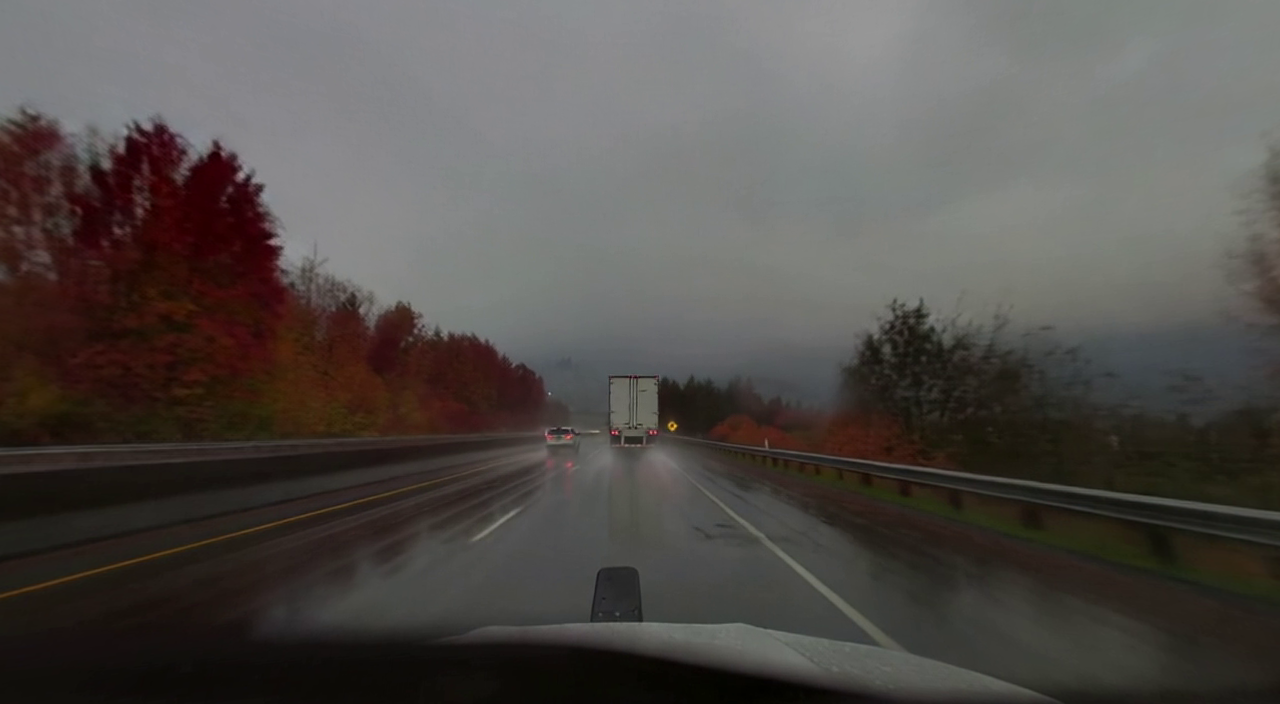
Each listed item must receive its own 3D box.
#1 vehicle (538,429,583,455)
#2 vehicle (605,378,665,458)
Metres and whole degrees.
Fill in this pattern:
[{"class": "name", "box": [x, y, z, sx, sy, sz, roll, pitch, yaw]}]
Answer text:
[{"class": "vehicle", "box": [-4.816, 5.485, 38.455, 2.217, 1.495, 4.245, 0, -8, 0]}, {"class": "vehicle", "box": [-0.431, 4.092, 37.546, 3.013, 4.016, 11.496, 0, -8, -2]}]
